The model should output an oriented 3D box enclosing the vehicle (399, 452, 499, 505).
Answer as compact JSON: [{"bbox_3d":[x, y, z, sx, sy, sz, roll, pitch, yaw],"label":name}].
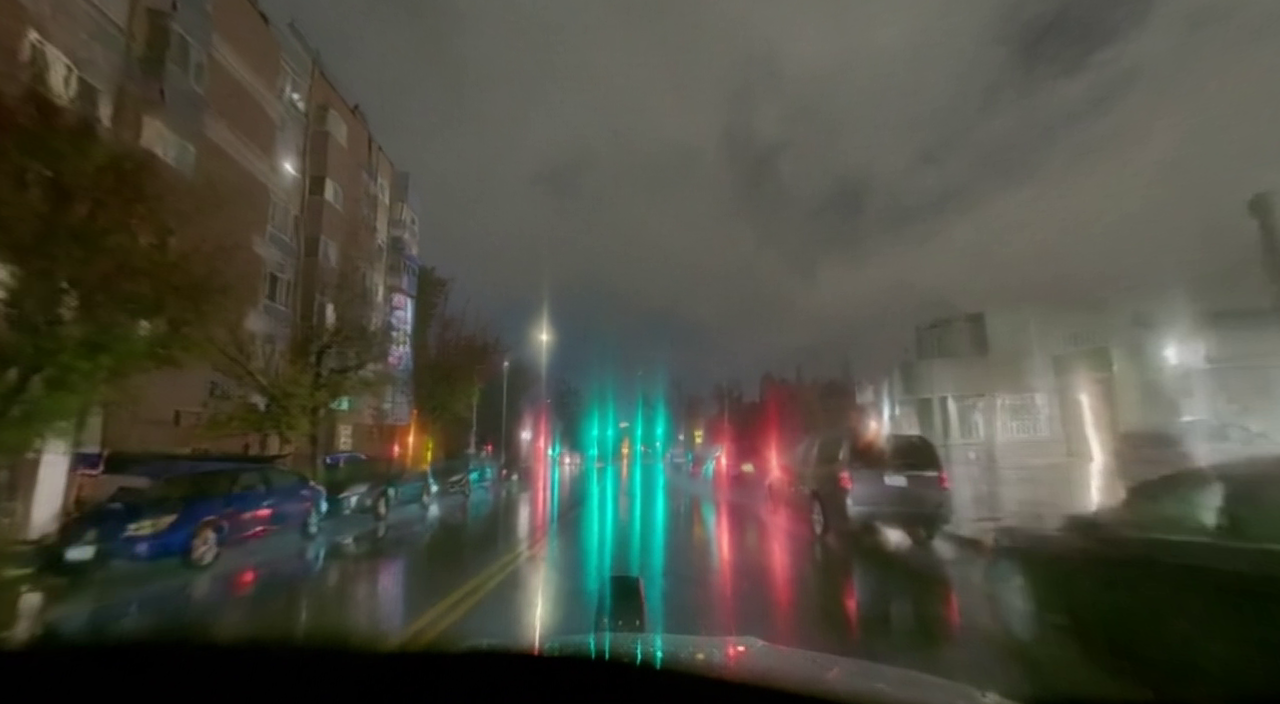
[{"bbox_3d":[-6.526,4.472,22.196,2.033,1.523,4.867,-3,-12,0],"label":"vehicle"}]

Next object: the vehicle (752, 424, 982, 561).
[{"bbox_3d":[3.391,2.206,10.778,1.886,1.740,5.167,0,-9,-1],"label":"vehicle"}]

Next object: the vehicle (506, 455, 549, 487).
[{"bbox_3d":[-6.780,7.188,38.483,1.893,1.758,4.019,0,-9,0],"label":"vehicle"}]

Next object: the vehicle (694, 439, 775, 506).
[{"bbox_3d":[2.851,3.742,20.107,1.954,1.845,4.682,0,-9,1],"label":"vehicle"}]

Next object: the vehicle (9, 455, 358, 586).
[{"bbox_3d":[-6.512,2.403,9.937,1.913,1.479,4.714,0,-9,1],"label":"vehicle"}]

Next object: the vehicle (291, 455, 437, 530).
[{"bbox_3d":[-6.610,3.368,15.744,1.723,1.520,4.439,0,-9,-1],"label":"vehicle"}]

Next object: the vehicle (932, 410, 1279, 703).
[{"bbox_3d":[3.253,0.962,2.375,1.908,1.461,4.873,0,-9,-1],"label":"vehicle"}]
